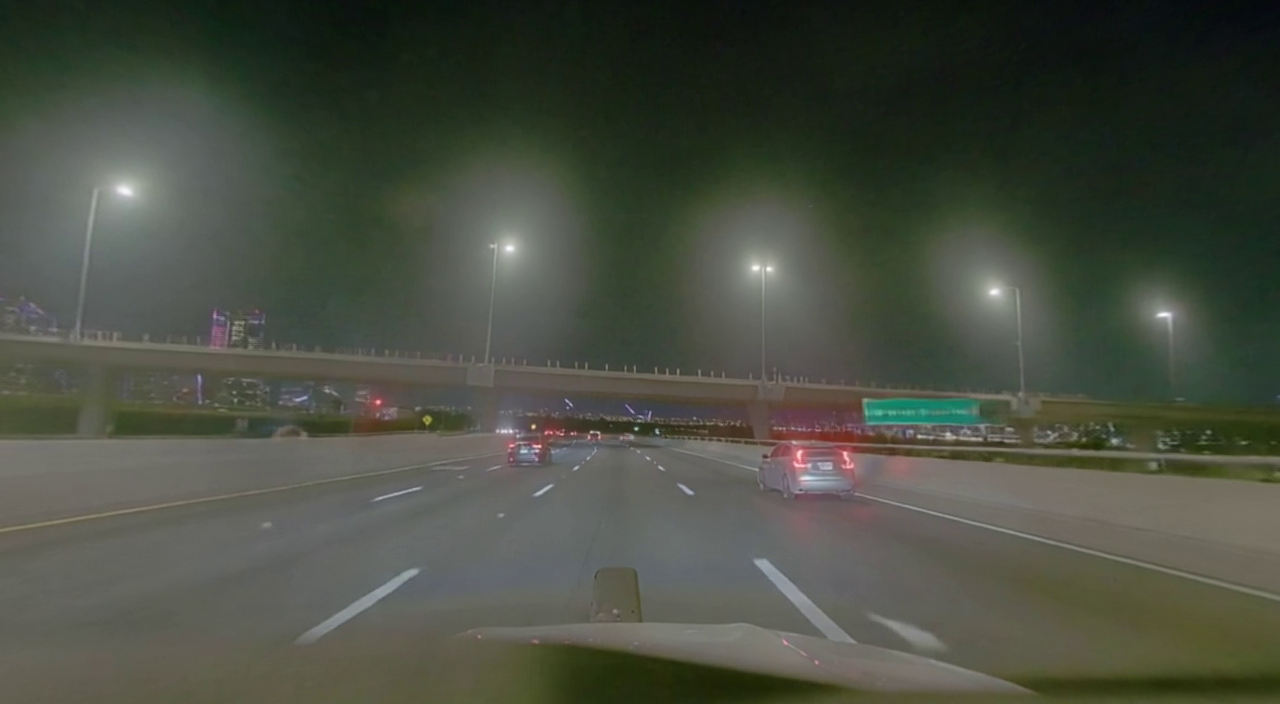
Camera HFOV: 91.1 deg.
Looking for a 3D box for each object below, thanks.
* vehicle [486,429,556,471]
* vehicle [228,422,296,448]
[{"bbox_3d":[-4.915,4.115,26.767,2.123,1.601,4.887,0,-8,-1],"label":"vehicle"},{"bbox_3d":[-23.070,5.110,38.573,1.761,1.485,4.054,0,-8,-2],"label":"vehicle"}]
